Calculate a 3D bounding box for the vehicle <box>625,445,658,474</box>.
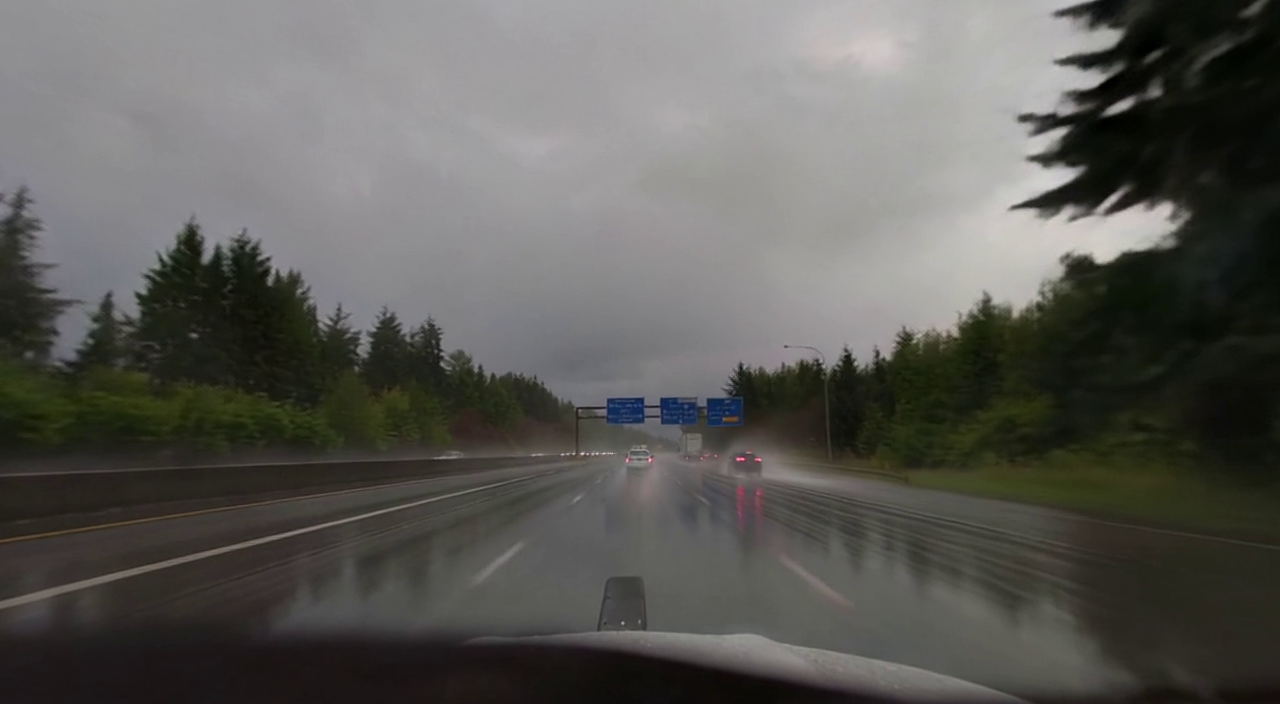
[{"bbox_3d":[0.104,7.253,42.705,2.167,1.847,4.097,0,-9,0],"label":"vehicle"}]
